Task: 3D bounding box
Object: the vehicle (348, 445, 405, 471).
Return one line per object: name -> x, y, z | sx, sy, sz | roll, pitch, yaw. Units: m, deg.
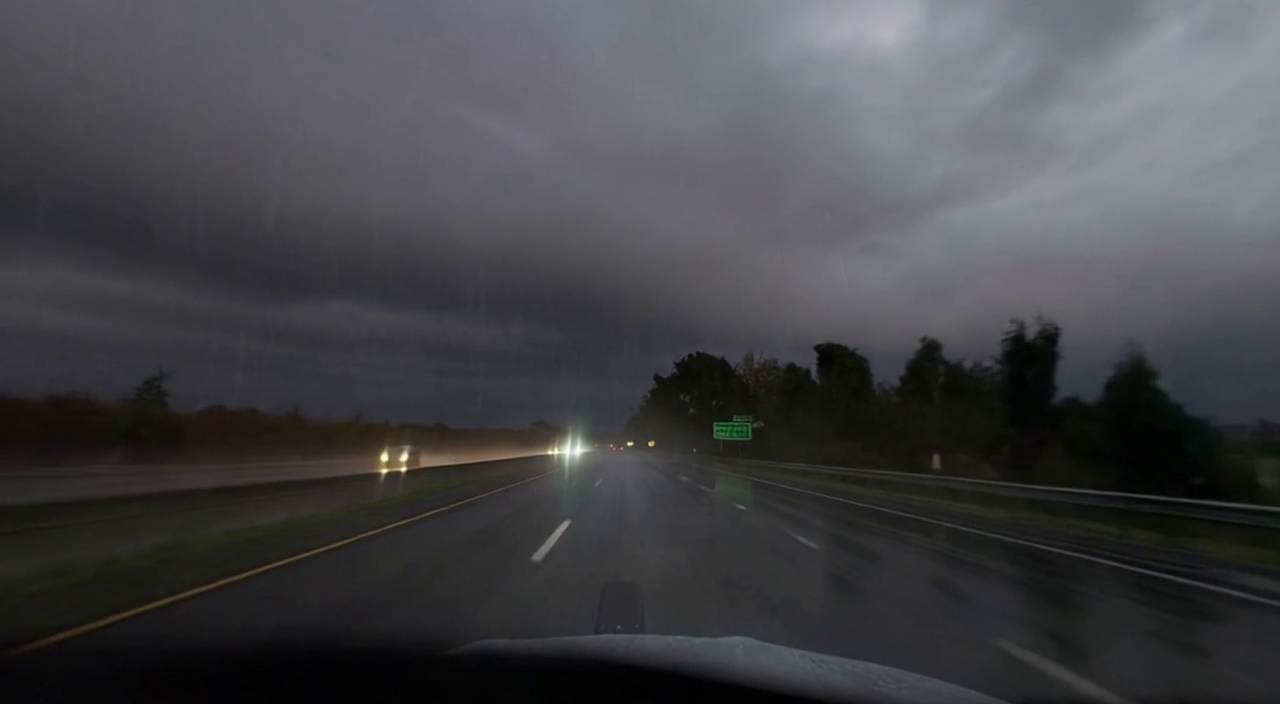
vehicle -> -16.742, 6.754, 40.153 | 1.958, 1.497, 4.022 | 0, -9, 0
